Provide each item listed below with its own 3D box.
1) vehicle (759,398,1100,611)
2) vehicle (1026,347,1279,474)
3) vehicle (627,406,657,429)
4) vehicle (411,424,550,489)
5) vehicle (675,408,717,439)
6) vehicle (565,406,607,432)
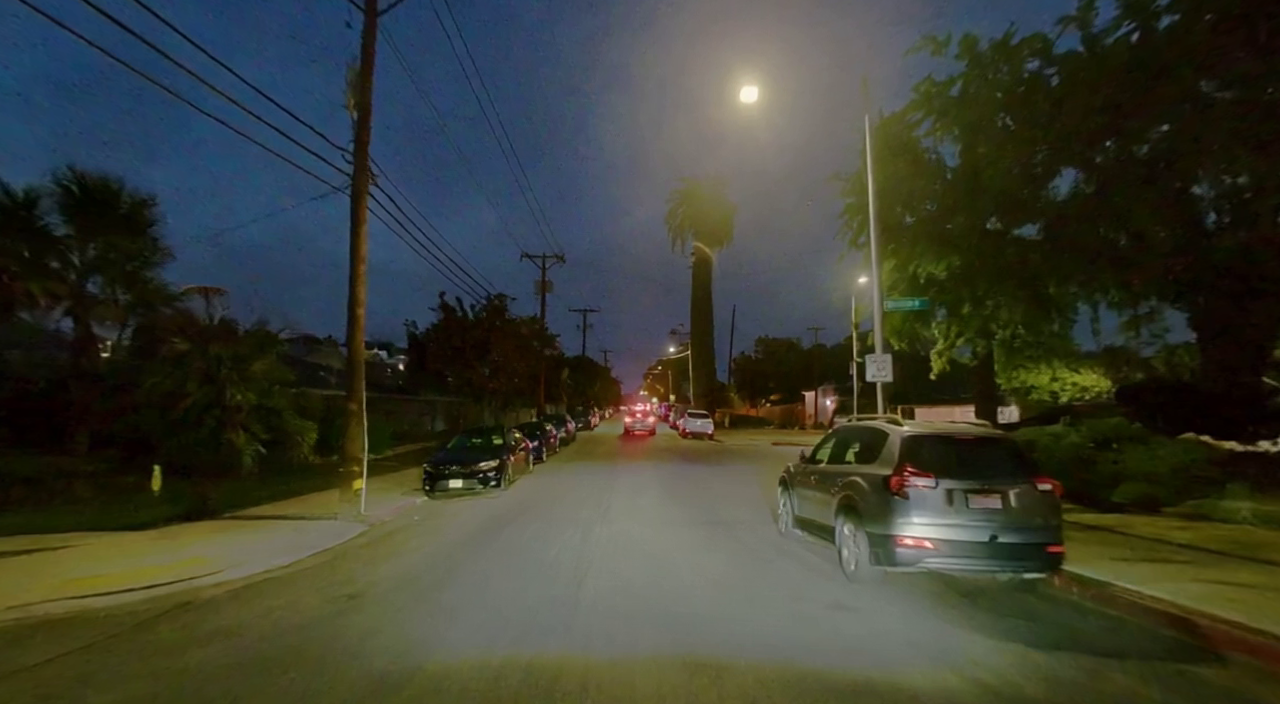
[{"bbox_3d":[2.768,1.573,7.538,1.895,1.680,4.842,0,-8,2],"label":"vehicle"},{"bbox_3d":[10.775,1.322,12.857,2.302,2.005,5.819,-1,-8,2],"label":"vehicle"},{"bbox_3d":[0.119,4.834,45.973,2.081,1.483,4.599,0,-8,0],"label":"vehicle"},{"bbox_3d":[-4.072,2.819,17.391,2.157,1.487,5.718,-1,-8,2],"label":"vehicle"},{"bbox_3d":[3.173,4.200,36.625,2.060,1.614,4.652,0,-8,0],"label":"vehicle"},{"bbox_3d":[-3.690,4.778,44.509,2.130,1.543,5.386,-1,-8,4],"label":"vehicle"}]
